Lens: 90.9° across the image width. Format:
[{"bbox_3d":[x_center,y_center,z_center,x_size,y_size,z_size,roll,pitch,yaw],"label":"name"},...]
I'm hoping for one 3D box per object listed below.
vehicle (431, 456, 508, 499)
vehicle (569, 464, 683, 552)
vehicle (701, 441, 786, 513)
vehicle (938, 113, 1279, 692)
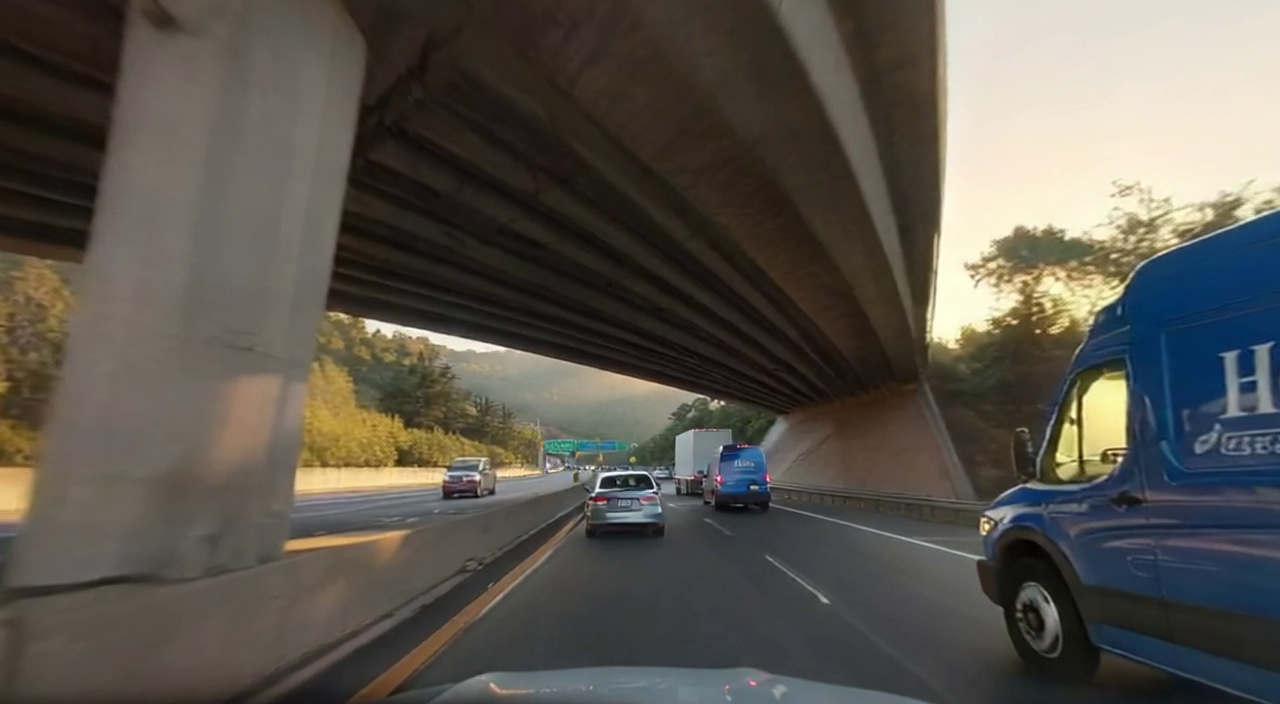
[{"bbox_3d":[-6.834,5.096,25.711,2.012,1.601,4.042,1,-11,0],"label":"vehicle"},{"bbox_3d":[-0.252,3.046,12.758,1.980,1.493,3.410,1,-11,-1],"label":"vehicle"},{"bbox_3d":[4.003,5.010,25.436,2.328,2.537,5.290,1,-11,-2],"label":"vehicle"},{"bbox_3d":[5.627,0.315,3.992,2.890,3.726,9.269,1,-11,0],"label":"vehicle"}]
